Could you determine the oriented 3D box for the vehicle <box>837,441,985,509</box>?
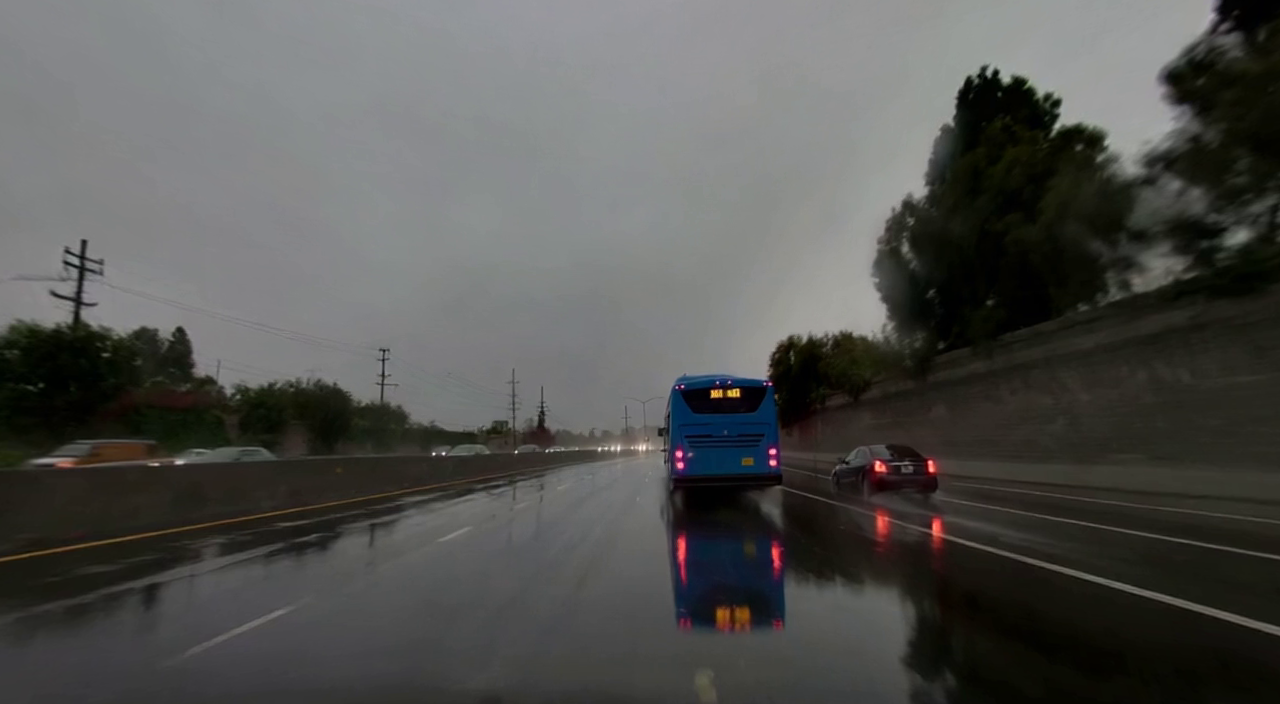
[{"bbox_3d":[7.010,3.182,16.978,2.047,1.479,4.593,-3,-8,2],"label":"vehicle"}]

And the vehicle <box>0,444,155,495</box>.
[{"bbox_3d":[-21.877,4.510,24.722,2.032,1.761,4.536,0,-9,2],"label":"vehicle"}]

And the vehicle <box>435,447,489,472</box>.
[{"bbox_3d":[-11.491,6.970,41.174,2.012,1.527,4.519,-1,-9,3],"label":"vehicle"}]

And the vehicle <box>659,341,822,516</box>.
[{"bbox_3d":[2.246,2.632,20.195,3.144,3.580,14.591,0,-9,1],"label":"vehicle"}]
